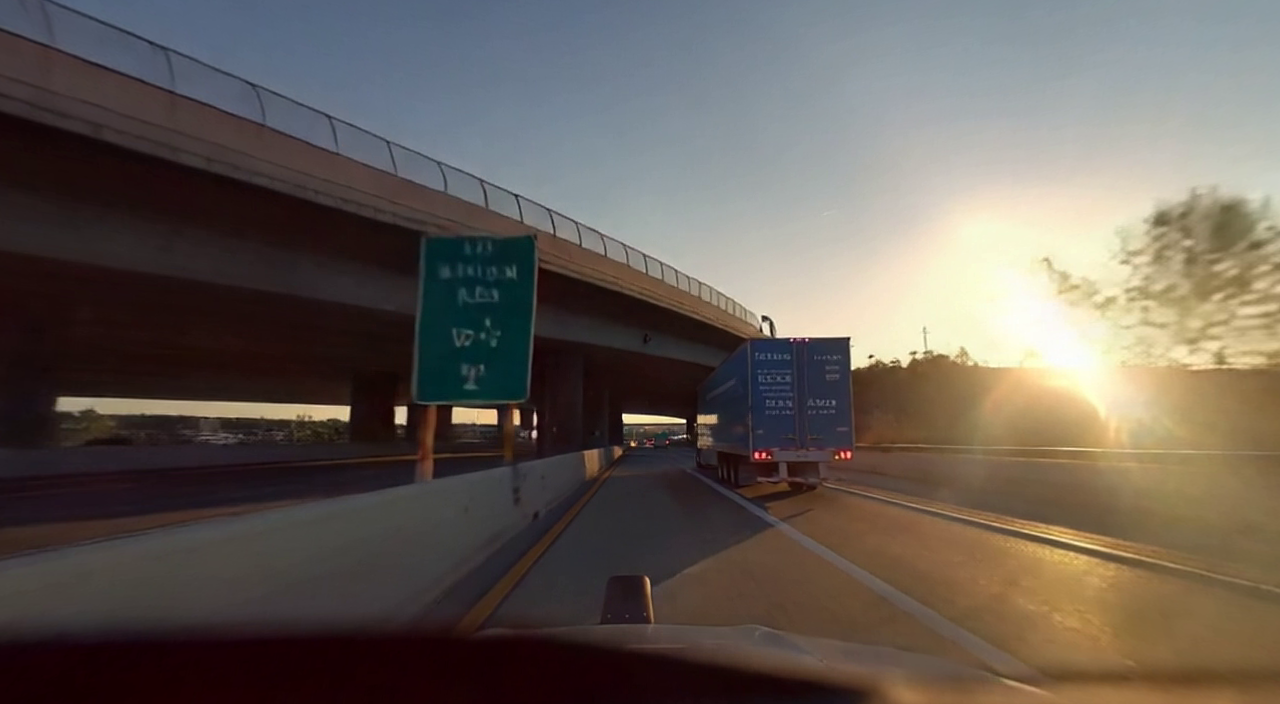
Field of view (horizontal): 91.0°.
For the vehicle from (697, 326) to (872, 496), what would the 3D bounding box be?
[{"bbox_3d":[4.107,2.401,22.259,3.006,4.093,14.142,0,-8,1],"label":"vehicle"}]
